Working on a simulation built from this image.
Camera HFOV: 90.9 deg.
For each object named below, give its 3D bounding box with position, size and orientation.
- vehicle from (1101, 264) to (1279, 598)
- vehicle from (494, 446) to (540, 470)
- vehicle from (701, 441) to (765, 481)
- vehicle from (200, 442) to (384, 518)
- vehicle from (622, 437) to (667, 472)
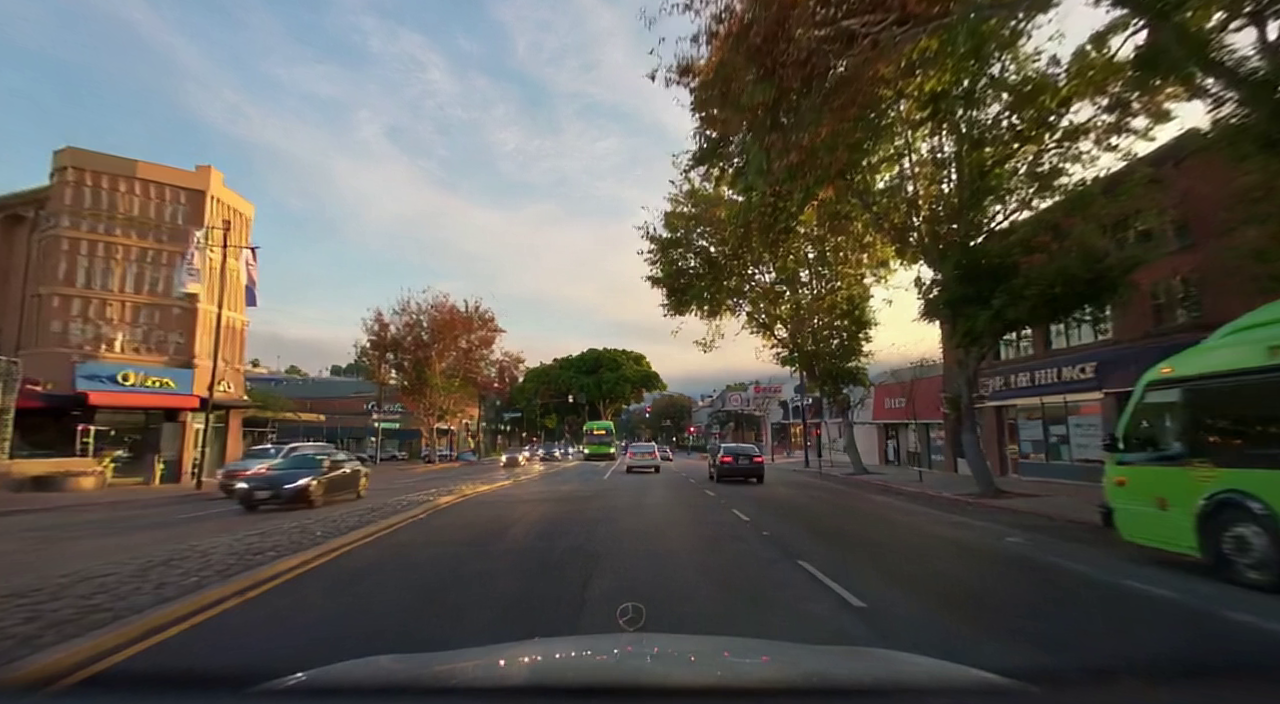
[{"bbox_3d":[7.665,0.403,3.592,2.998,3.172,9.225,0,-8,0],"label":"vehicle"},{"bbox_3d":[-8.168,7.106,42.333,2.228,1.476,4.162,0,-8,0],"label":"vehicle"},{"bbox_3d":[3.821,4.543,26.511,2.046,1.540,3.883,0,-8,-1],"label":"vehicle"},{"bbox_3d":[-8.166,2.991,15.368,2.010,1.567,4.250,0,-8,1],"label":"vehicle"},{"bbox_3d":[0.209,5.631,34.859,2.301,1.837,4.411,0,-8,0],"label":"vehicle"}]
